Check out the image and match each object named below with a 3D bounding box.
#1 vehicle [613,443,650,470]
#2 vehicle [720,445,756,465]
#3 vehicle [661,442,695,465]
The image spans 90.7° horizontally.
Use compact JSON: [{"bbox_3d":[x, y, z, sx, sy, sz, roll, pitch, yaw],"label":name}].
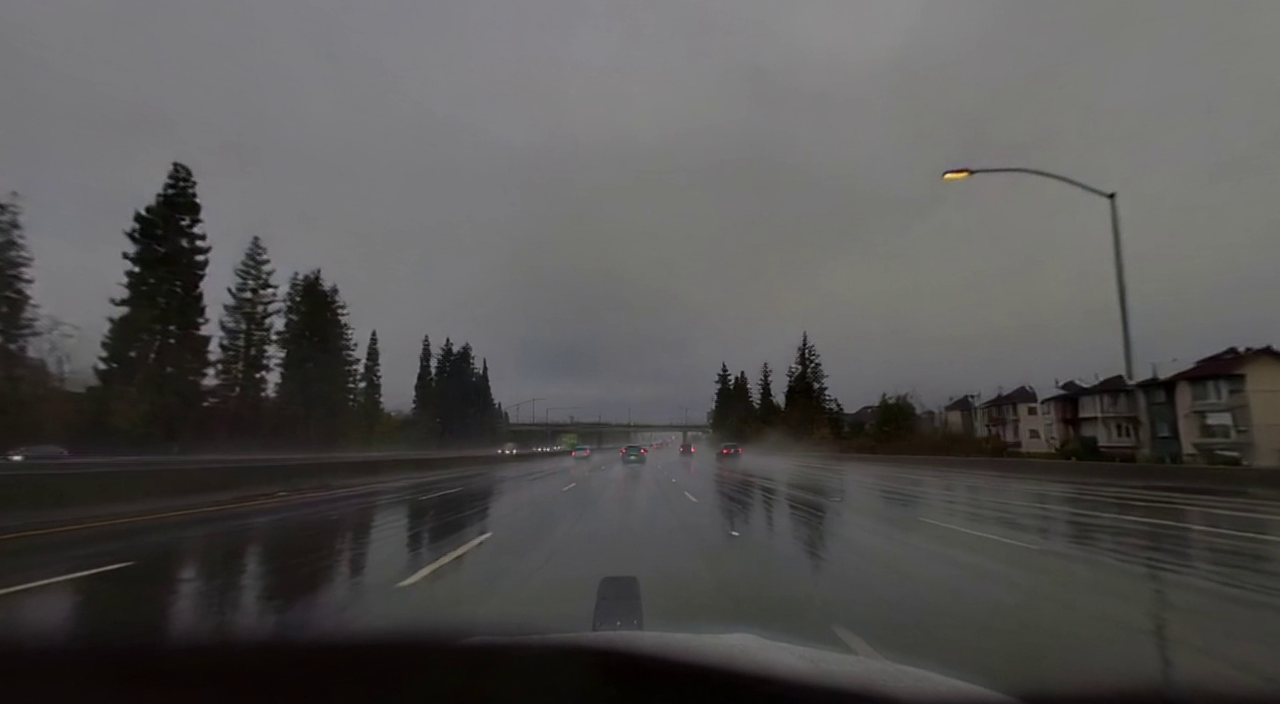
[{"bbox_3d":[-0.492,6.339,38.576,2.146,1.485,4.332,0,-9,0],"label":"vehicle"},{"bbox_3d":[7.452,7.861,48.502,2.009,1.419,3.970,0,-9,-1],"label":"vehicle"},{"bbox_3d":[2.749,7.481,46.662,2.084,1.624,3.935,0,-9,-2],"label":"vehicle"}]
